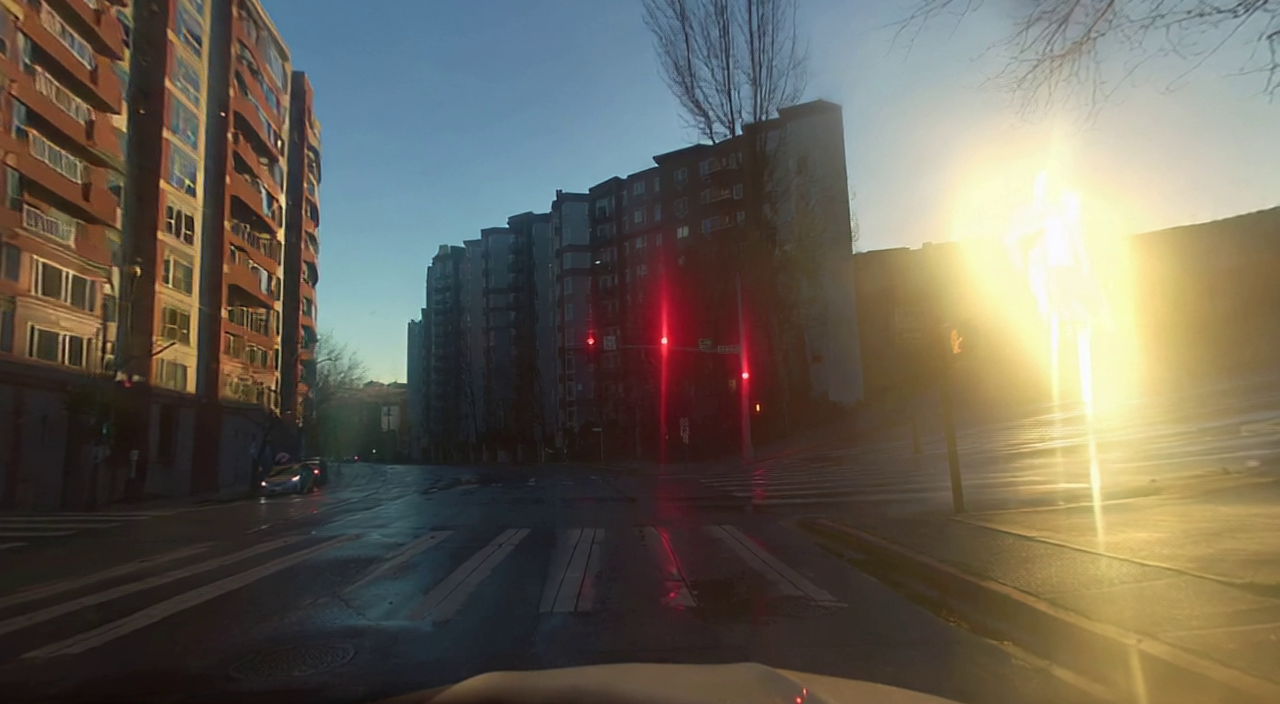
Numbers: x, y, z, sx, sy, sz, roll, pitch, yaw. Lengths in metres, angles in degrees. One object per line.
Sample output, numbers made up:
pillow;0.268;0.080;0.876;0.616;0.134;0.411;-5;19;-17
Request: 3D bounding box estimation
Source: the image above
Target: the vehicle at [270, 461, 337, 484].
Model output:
vehicle;-24.660;8.830;46.271;3.882;1.600;1.768;0;-9;1
